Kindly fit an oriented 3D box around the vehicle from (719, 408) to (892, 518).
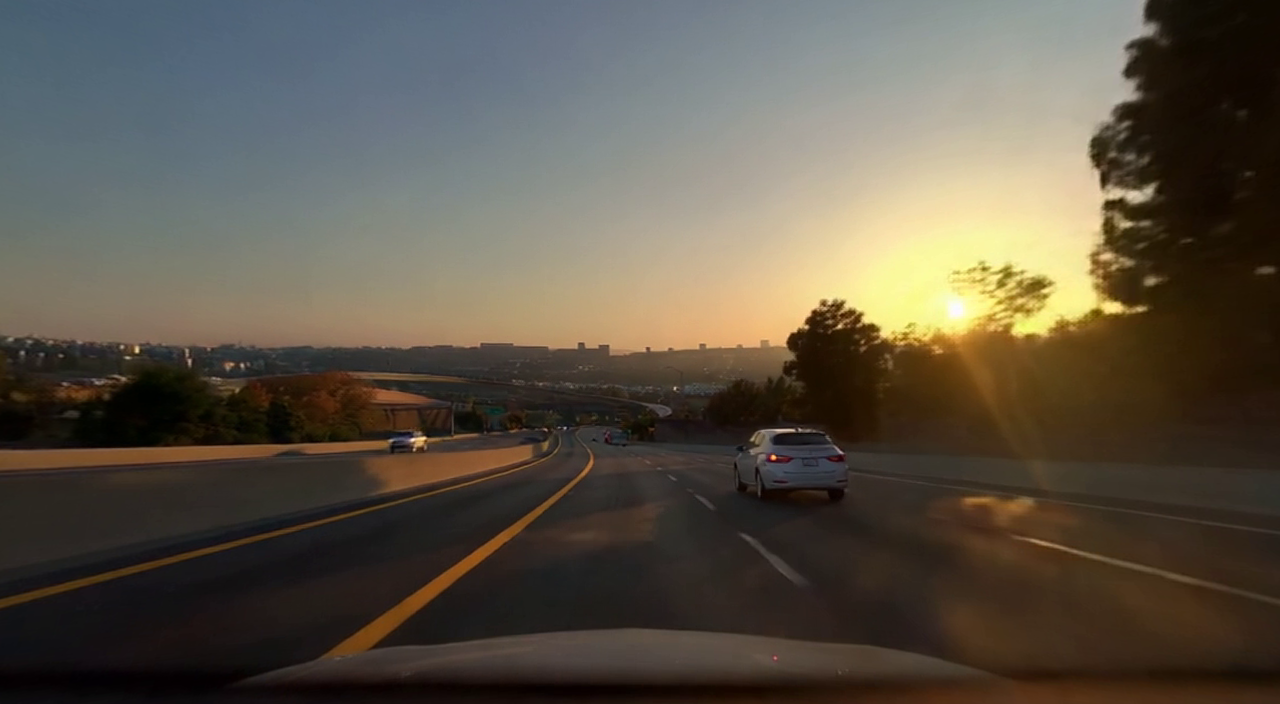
[{"bbox_3d":[2.894,2.065,12.179,2.059,1.715,4.192,0,-8,-2],"label":"vehicle"}]
